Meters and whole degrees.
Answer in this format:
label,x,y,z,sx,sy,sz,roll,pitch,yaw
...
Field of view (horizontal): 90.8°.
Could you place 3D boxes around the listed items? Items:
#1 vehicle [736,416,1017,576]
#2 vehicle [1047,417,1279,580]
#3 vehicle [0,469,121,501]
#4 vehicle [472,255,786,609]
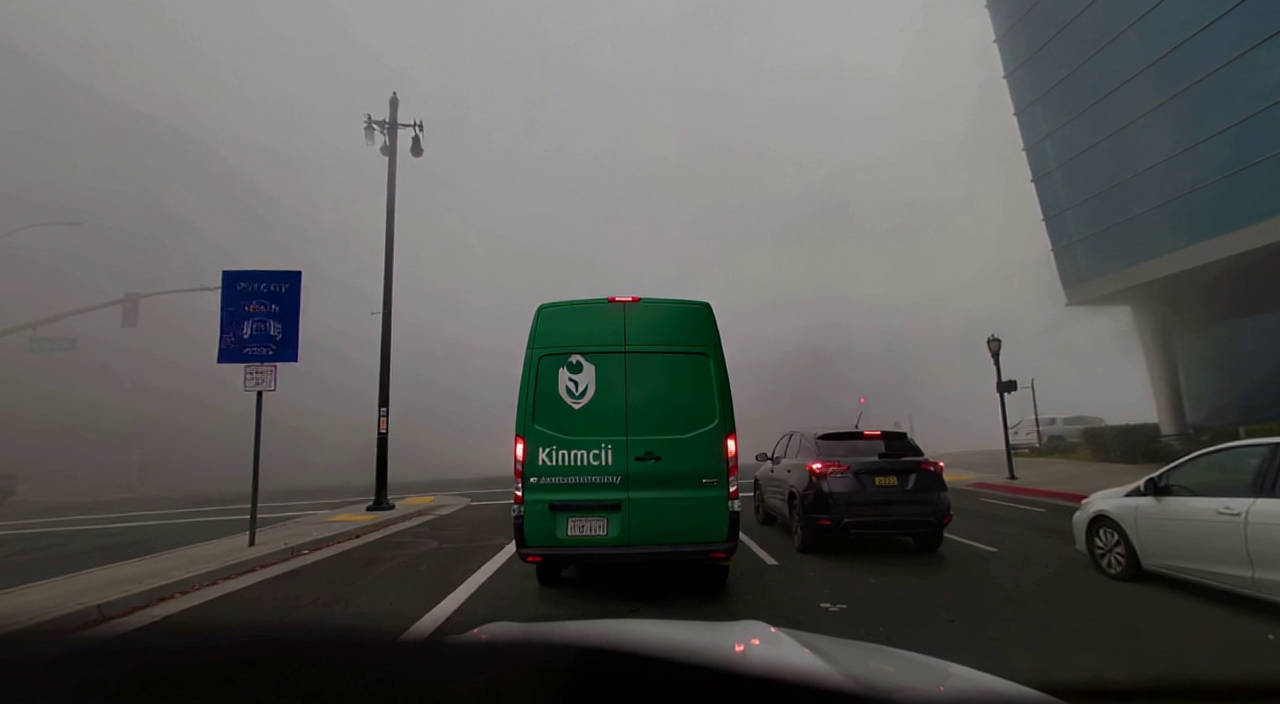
label,x,y,z,sx,sy,sz,roll,pitch,yaw
vehicle,2.864,1.865,9.045,2.183,1.676,4.506,0,-8,-1
vehicle,7.520,1.585,7.025,1.963,1.669,4.678,3,-9,-20
vehicle,-29.871,6.747,32.179,4.888,1.481,1.873,1,-9,-10
vehicle,-0.052,1.174,9.103,2.613,3.035,7.342,0,-8,1
